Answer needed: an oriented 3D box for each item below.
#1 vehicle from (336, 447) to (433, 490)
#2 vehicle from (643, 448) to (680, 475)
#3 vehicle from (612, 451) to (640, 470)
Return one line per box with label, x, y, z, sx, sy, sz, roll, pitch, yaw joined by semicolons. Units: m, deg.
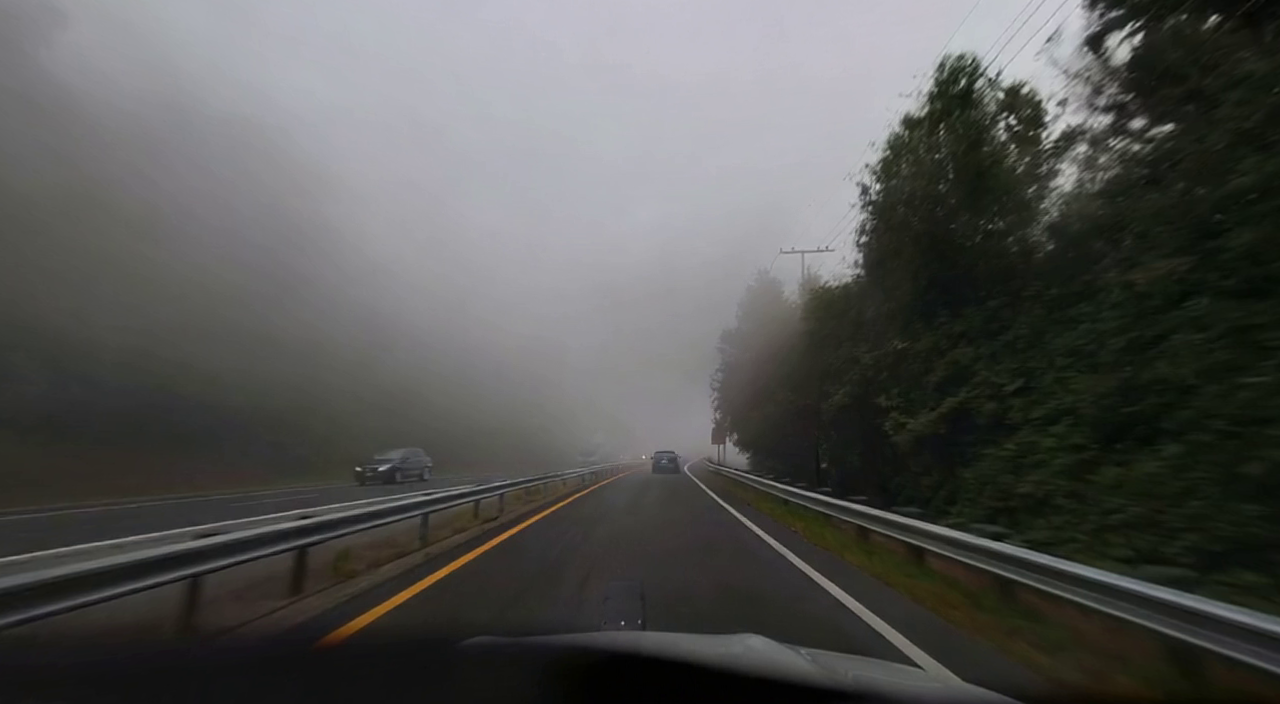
vehicle;-11.310;5.174;28.325;2.013;1.718;4.701;-1;-9;6
vehicle;1.346;6.573;38.001;2.080;1.486;3.813;-1;-9;3
vehicle;-1.077;8.562;49.816;1.816;1.423;3.847;-1;-9;5
